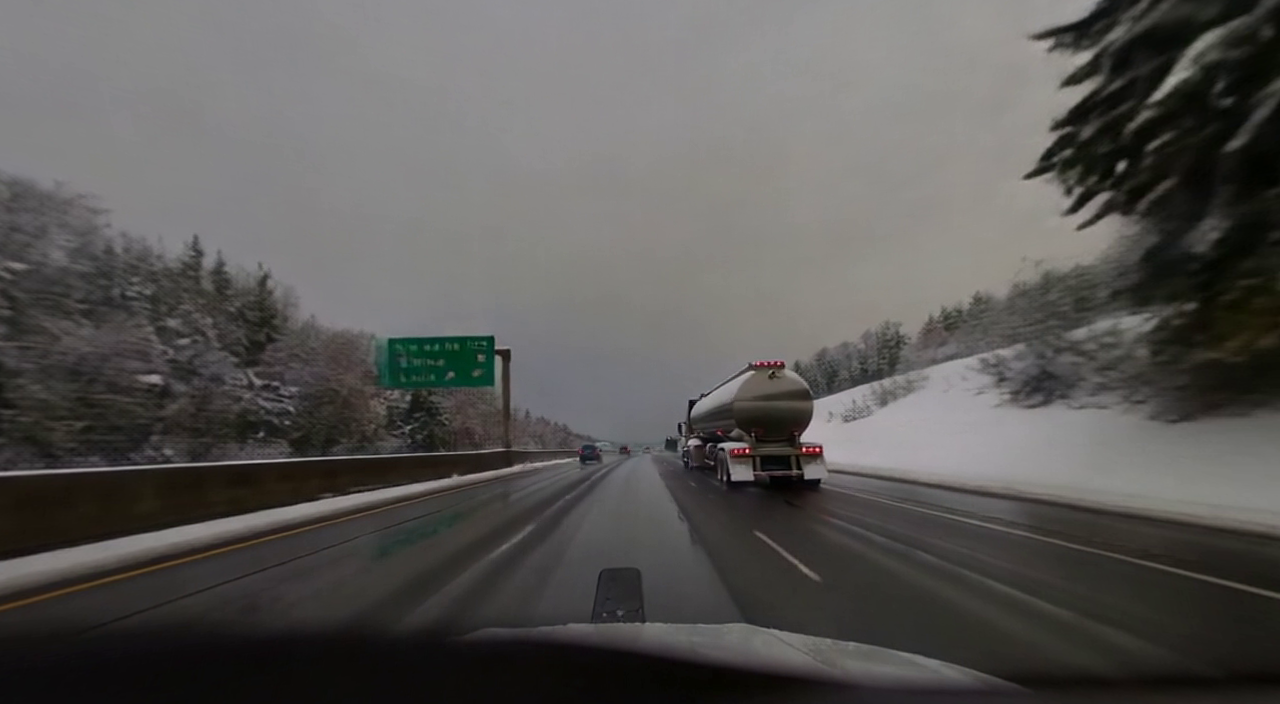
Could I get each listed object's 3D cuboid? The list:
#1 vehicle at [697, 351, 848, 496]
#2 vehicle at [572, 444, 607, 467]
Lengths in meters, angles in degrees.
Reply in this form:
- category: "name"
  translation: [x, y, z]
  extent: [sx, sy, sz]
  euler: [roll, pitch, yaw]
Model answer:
- category: "vehicle"
  translation: [3.852, 2.556, 21.167]
  extent: [2.759, 3.734, 9.708]
  euler: [0, -9, -1]
- category: "vehicle"
  translation: [-3.402, 6.996, 42.978]
  extent: [1.986, 1.458, 4.506]
  euler: [0, -9, 0]
